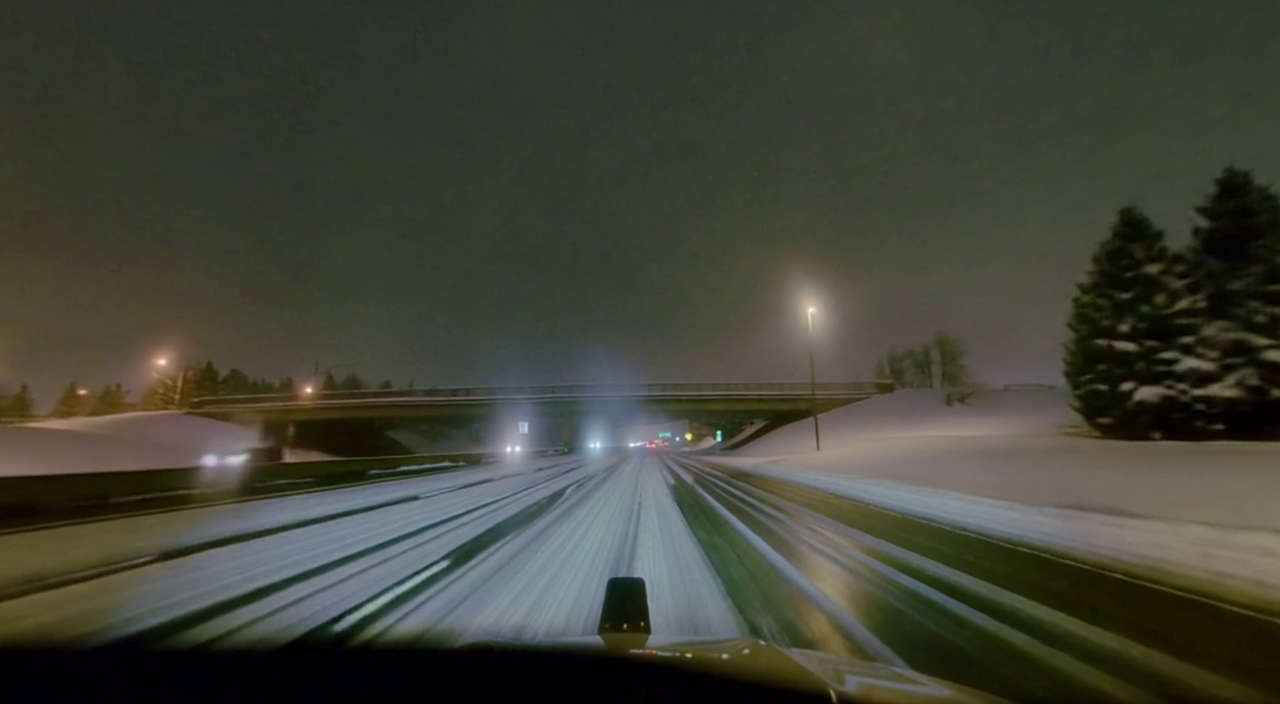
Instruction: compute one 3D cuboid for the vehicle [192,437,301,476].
[{"bbox_3d":[-20.710,5.508,33.541,2.149,1.914,5.502,0,-8,1],"label":"vehicle"}]
